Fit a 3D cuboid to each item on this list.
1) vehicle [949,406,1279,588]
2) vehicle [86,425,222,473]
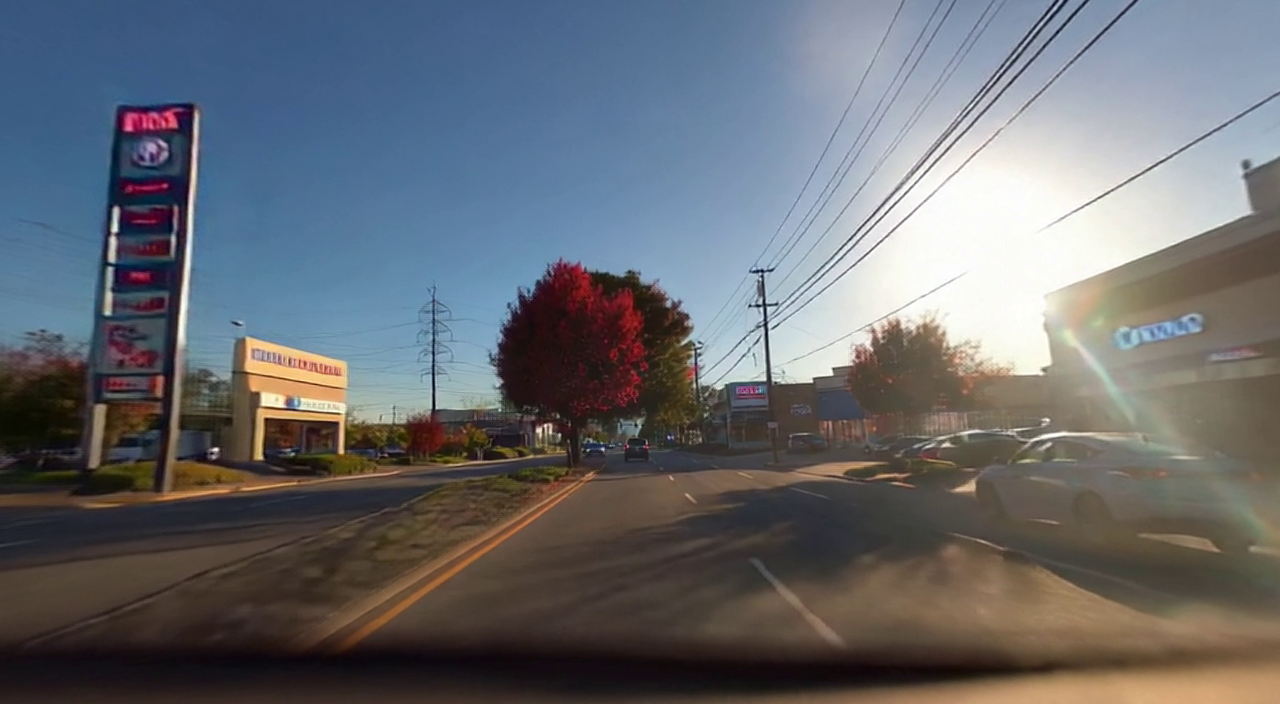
[{"bbox_3d":[6.219,1.701,8.280,1.995,1.705,4.434,0,-9,-1],"label":"vehicle"},{"bbox_3d":[-28.815,5.760,37.711,5.851,2.505,2.504,-1,-8,-9],"label":"vehicle"}]
